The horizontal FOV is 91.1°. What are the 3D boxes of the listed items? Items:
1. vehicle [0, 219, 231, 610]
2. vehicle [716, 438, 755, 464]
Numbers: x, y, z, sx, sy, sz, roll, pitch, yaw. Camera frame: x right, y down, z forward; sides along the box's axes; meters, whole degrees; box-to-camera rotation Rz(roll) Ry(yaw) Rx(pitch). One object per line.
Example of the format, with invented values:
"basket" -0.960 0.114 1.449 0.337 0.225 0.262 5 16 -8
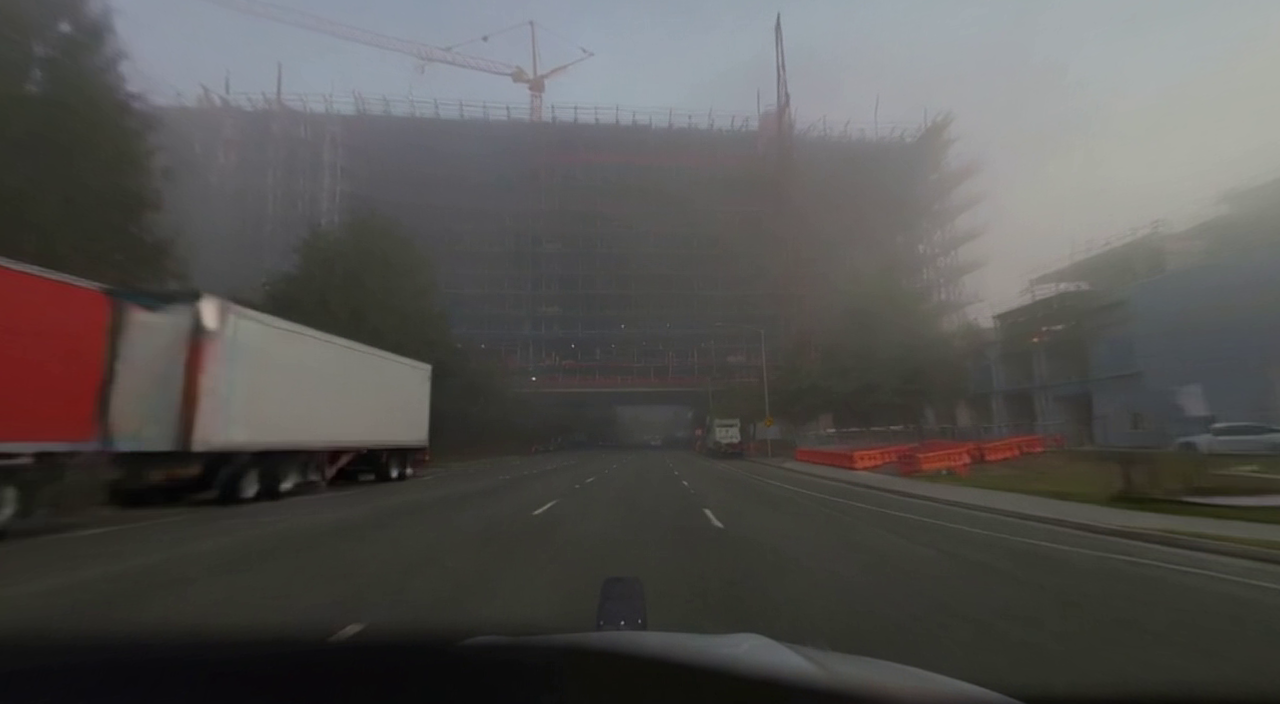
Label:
"vehicle" -7.412 0.290 3.829 3.032 3.524 9.640 0 -8 2
"vehicle" 7.123 7.454 47.427 2.169 1.880 4.849 0 -8 0
